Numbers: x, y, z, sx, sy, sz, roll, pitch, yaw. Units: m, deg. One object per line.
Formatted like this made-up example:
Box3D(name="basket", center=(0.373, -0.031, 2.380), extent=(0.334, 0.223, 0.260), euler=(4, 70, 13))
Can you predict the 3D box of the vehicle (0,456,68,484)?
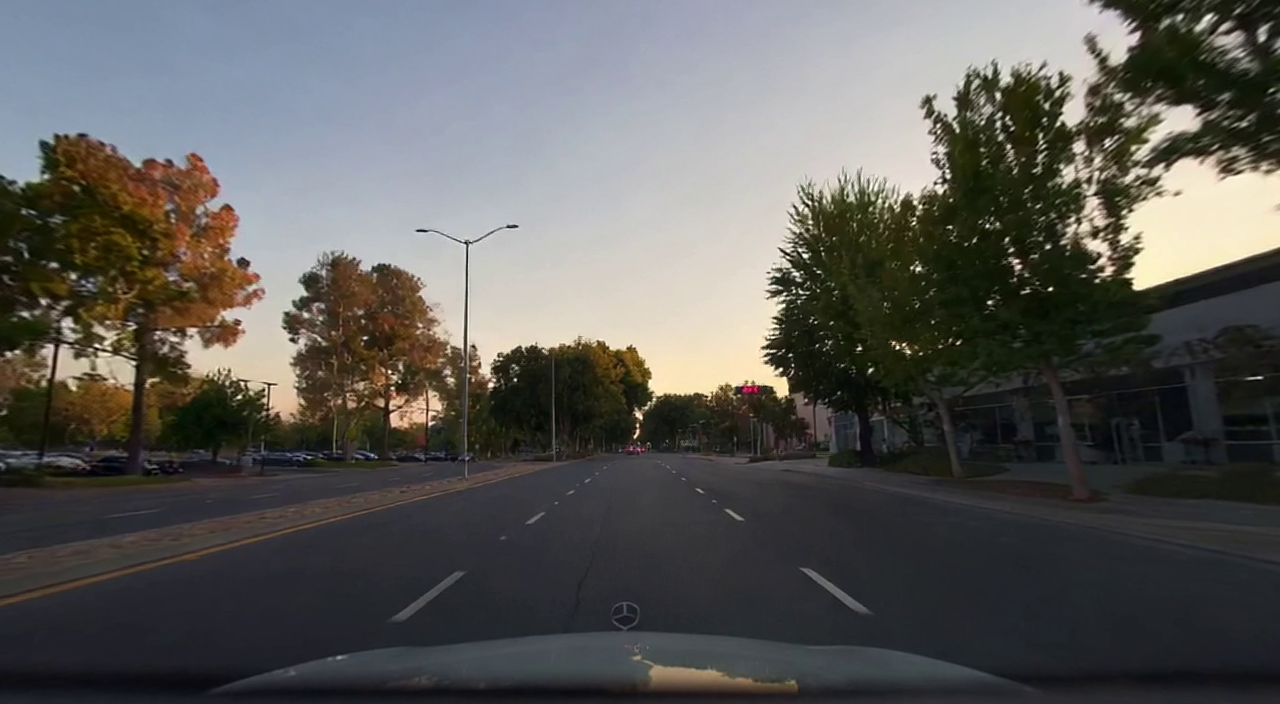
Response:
Box3D(name="vehicle", center=(-34.233, 6.394, 34.352), extent=(4.407, 1.434, 1.814), euler=(0, -8, 0))
